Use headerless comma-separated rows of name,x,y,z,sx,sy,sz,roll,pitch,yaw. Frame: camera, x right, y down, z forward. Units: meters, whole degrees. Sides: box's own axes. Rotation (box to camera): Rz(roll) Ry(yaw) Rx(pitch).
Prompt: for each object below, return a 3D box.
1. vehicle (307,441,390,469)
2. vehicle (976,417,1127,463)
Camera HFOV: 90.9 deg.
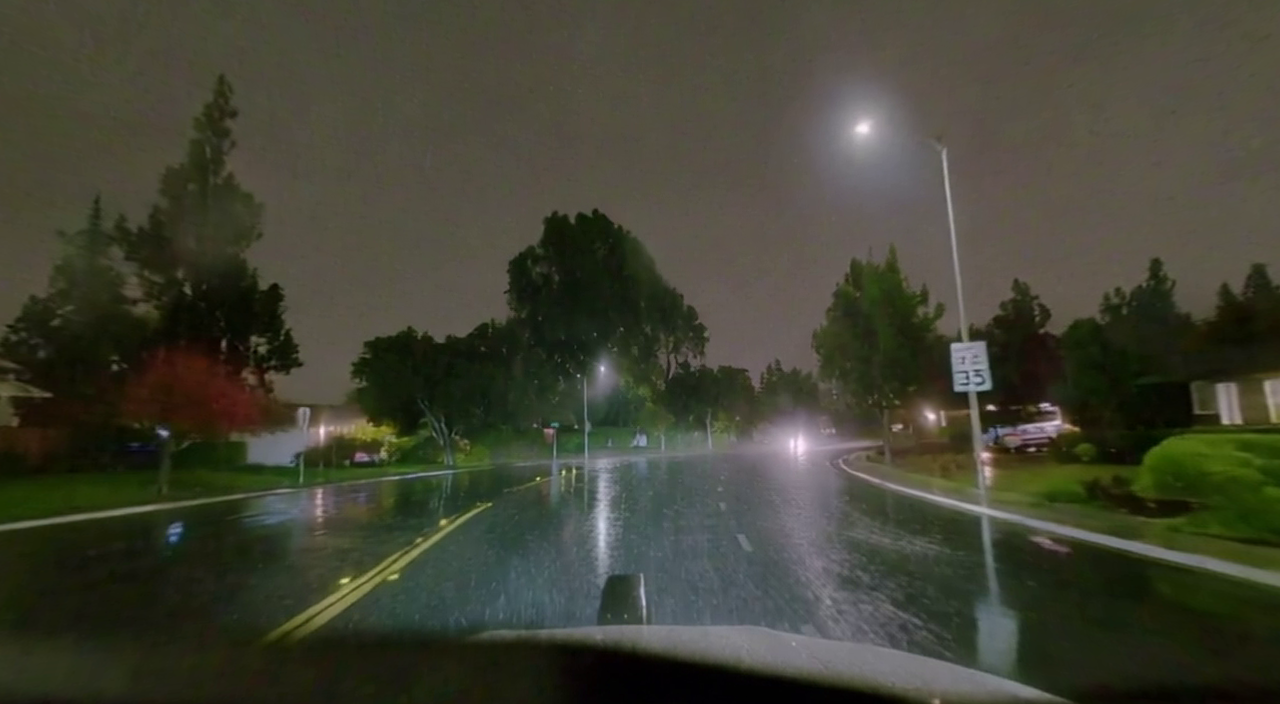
vehicle,-17.405,6.148,37.727,4.110,1.605,1.968,-2,-9,15
vehicle,16.880,3.670,26.158,4.766,1.789,1.939,-3,-9,17
